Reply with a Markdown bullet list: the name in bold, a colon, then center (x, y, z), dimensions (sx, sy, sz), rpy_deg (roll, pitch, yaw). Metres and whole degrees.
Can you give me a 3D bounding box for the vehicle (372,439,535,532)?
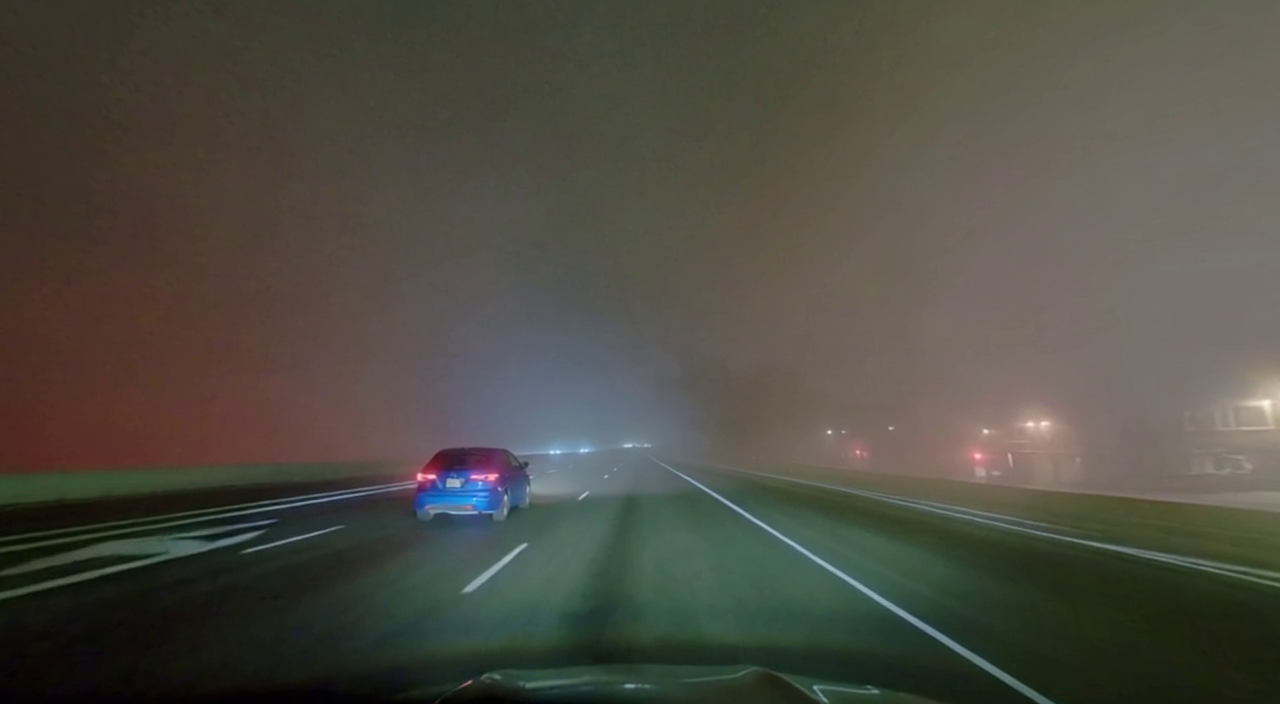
- **vehicle**: center (-3.317, 2.434, 12.074), dimensions (1.935, 1.479, 3.787), rpy_deg (0, -9, 0)
